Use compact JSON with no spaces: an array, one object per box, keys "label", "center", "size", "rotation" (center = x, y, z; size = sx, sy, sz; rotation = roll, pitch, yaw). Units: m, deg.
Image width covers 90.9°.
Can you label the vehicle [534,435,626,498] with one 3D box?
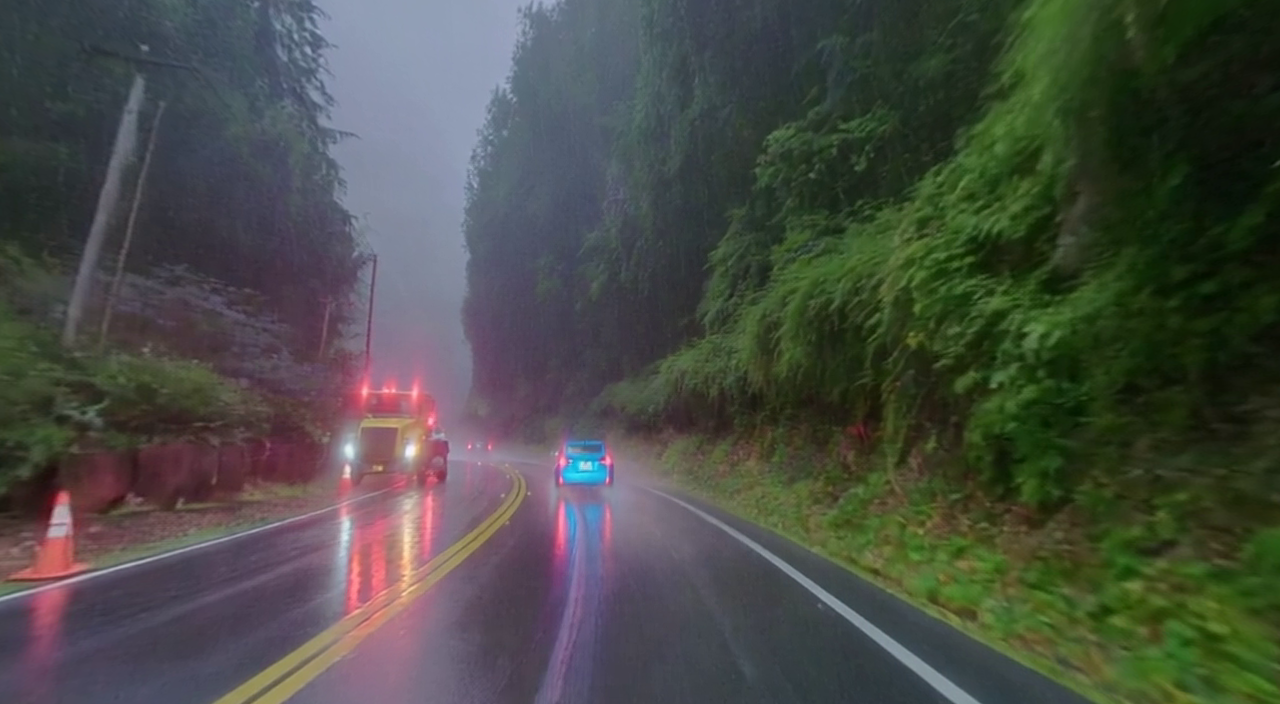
[{"label":"vehicle","center":[-1.782,3.087,17.482],"size":[2.259,1.503,4.075],"rotation":[1,-8,-9]}]

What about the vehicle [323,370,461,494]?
[{"label":"vehicle","center":[-7.117,2.424,18.827],"size":[2.364,3.191,4.942],"rotation":[1,-8,-5]}]
